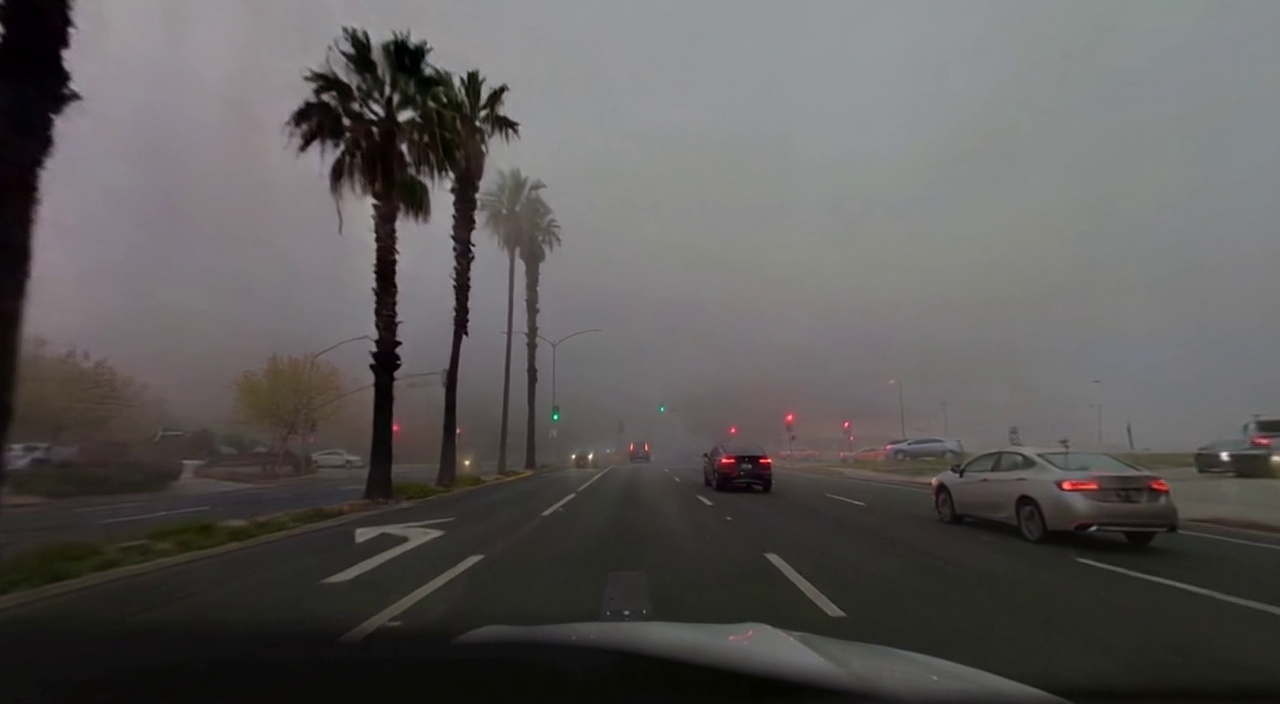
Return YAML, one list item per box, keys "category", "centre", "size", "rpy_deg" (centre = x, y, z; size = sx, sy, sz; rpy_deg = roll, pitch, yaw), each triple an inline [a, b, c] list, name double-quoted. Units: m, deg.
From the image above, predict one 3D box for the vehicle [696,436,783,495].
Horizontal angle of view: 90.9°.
- category: "vehicle"
  centre: [2.977, 3.506, 19.834]
  size: [2.009, 1.639, 4.267]
  rpy_deg: [0, -9, 0]

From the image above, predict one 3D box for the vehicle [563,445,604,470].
- category: "vehicle"
  centre: [-3.574, 6.739, 40.372]
  size: [2.037, 1.472, 4.152]
  rpy_deg: [0, -9, 3]

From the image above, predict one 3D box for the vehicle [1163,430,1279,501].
- category: "vehicle"
  centre: [17.850, 3.094, 17.456]
  size: [4.747, 1.807, 2.251]
  rpy_deg: [0, -8, -3]

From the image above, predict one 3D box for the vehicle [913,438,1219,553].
- category: "vehicle"
  centre: [6.529, 2.208, 10.512]
  size: [1.890, 1.471, 4.566]
  rpy_deg: [0, -9, 0]
